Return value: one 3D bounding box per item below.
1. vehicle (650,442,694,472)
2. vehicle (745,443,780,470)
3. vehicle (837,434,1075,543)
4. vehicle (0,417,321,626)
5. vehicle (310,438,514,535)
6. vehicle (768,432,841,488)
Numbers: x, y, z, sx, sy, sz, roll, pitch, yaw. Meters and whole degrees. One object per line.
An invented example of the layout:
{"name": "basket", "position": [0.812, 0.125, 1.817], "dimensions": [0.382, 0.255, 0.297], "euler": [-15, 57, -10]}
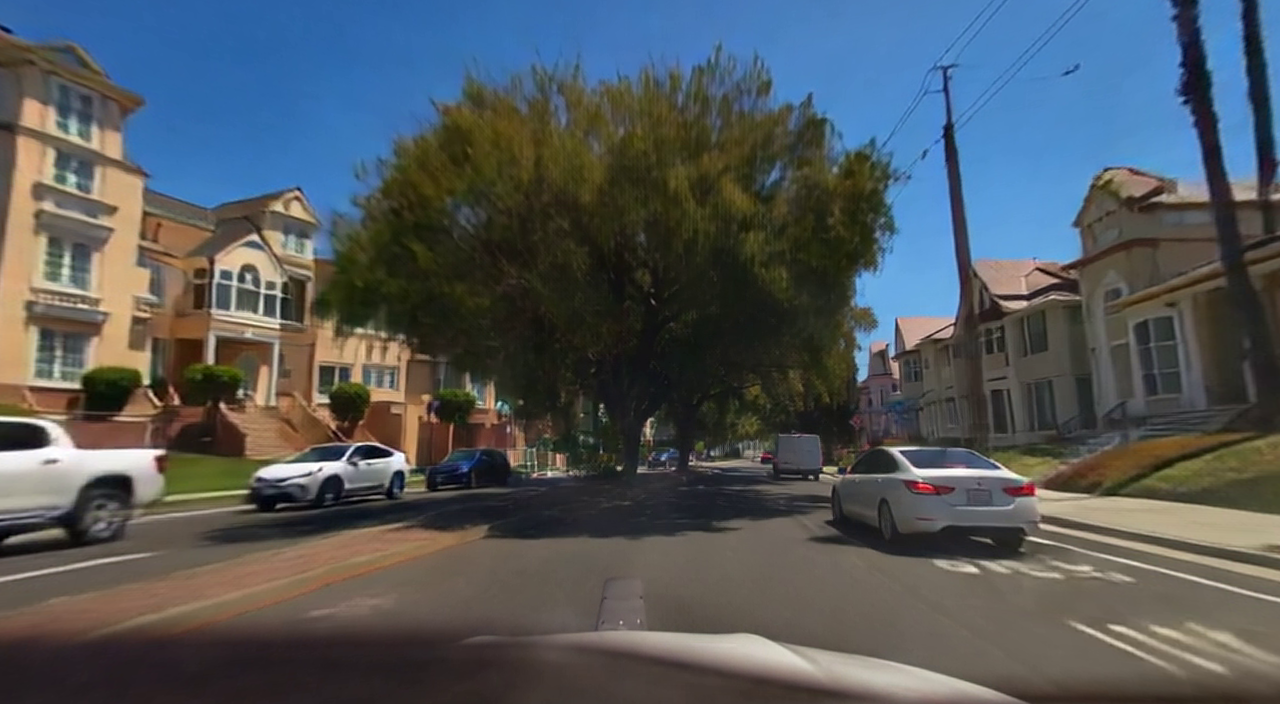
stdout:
{"name": "vehicle", "position": [2.470, 7.852, 47.544], "dimensions": [2.069, 1.820, 4.388], "euler": [-6, -7, 19]}
{"name": "vehicle", "position": [7.804, 6.601, 40.031], "dimensions": [1.923, 1.576, 4.026], "euler": [-2, -9, 13]}
{"name": "vehicle", "position": [5.284, 2.326, 11.467], "dimensions": [2.096, 1.552, 4.519], "euler": [0, -9, 2]}
{"name": "vehicle", "position": [-5.355, 1.486, 6.158], "dimensions": [1.852, 1.498, 4.238], "euler": [-4, -8, 9]}
{"name": "vehicle", "position": [-4.545, 2.712, 13.529], "dimensions": [2.081, 1.453, 4.698], "euler": [-4, -6, 9]}
{"name": "vehicle", "position": [6.410, 4.244, 25.194], "dimensions": [2.109, 2.002, 4.424], "euler": [-1, -9, 6]}
